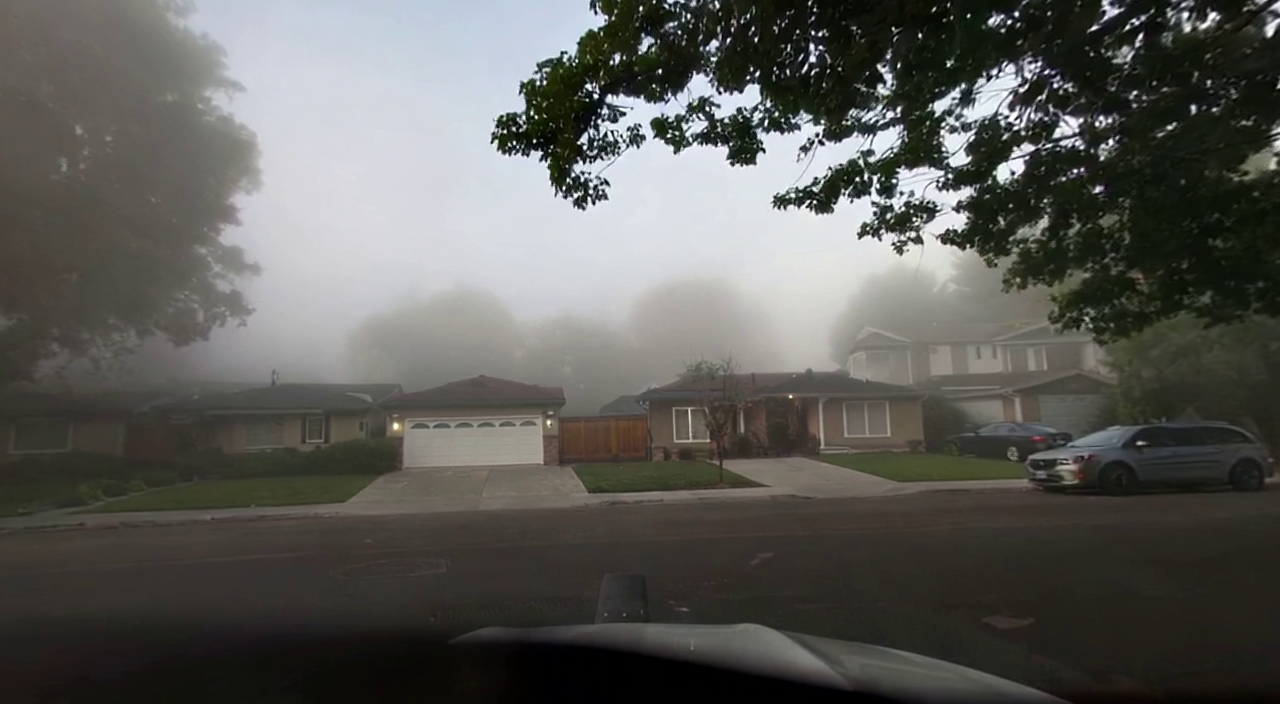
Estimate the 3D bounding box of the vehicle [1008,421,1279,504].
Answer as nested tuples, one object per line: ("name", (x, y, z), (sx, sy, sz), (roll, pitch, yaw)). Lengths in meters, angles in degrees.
("vehicle", (10.802, 2.329, 13.420), (4.658, 1.615, 1.894), (0, -8, -2))
